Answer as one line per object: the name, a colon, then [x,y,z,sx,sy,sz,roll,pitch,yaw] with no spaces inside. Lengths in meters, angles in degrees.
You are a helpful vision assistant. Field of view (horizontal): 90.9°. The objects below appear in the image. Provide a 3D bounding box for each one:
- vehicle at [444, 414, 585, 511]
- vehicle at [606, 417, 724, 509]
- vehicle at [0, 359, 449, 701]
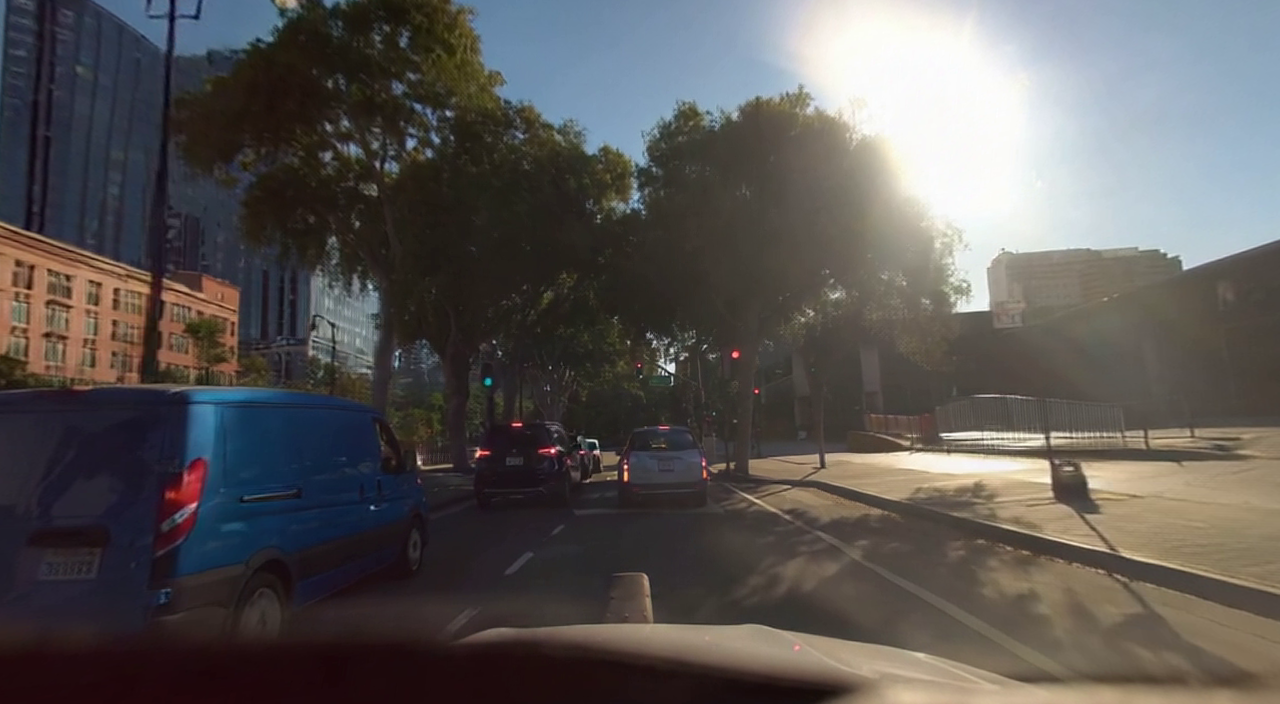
vehicle: [-2.562,2.407,14.170,2.124,1.799,4.587,0,-8,1]
vehicle: [0.499,2.381,13.870,2.205,1.727,3.917,0,-8,1]
vehicle: [-3.132,1.170,5.164,1.940,1.722,3.823,0,-8,0]
